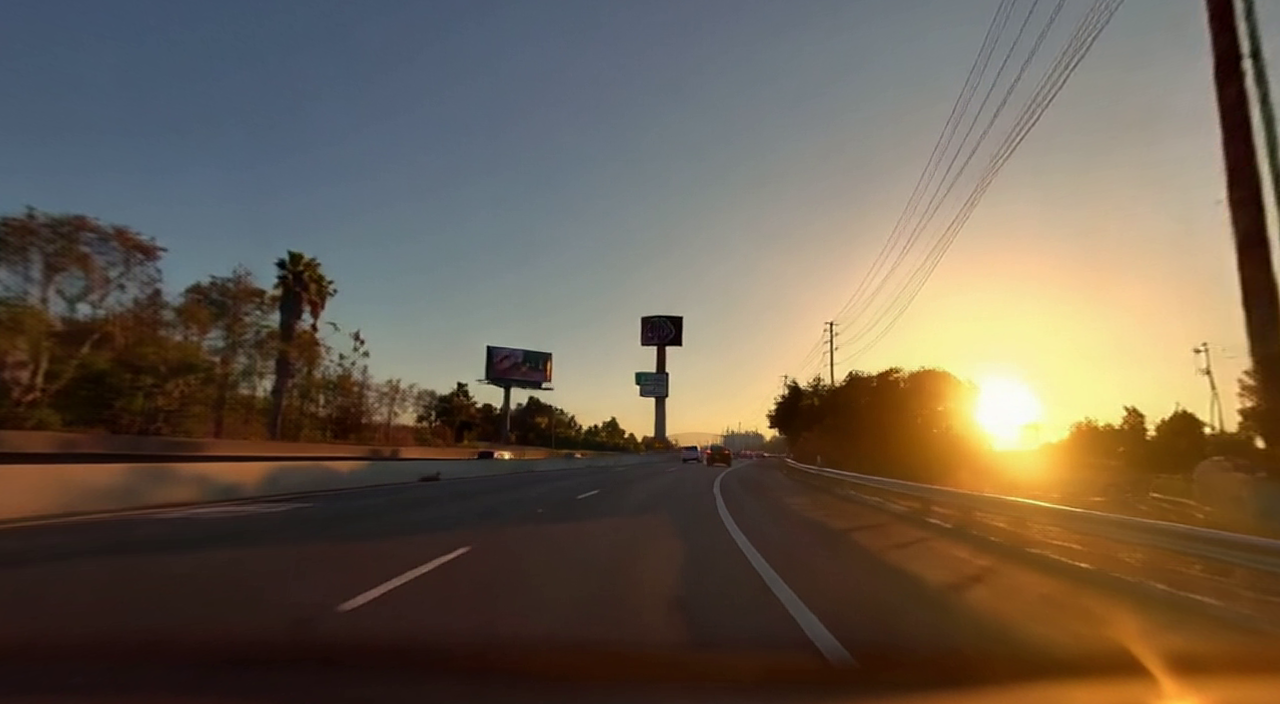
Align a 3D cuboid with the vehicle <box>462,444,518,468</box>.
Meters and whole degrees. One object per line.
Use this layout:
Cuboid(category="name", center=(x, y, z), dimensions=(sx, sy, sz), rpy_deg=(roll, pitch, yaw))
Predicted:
Cuboid(category="vehicle", center=(-11.304, 7.871, 47.674), dimensions=(2.145, 1.717, 4.448), rpy_deg=(-2, -9, 16))
